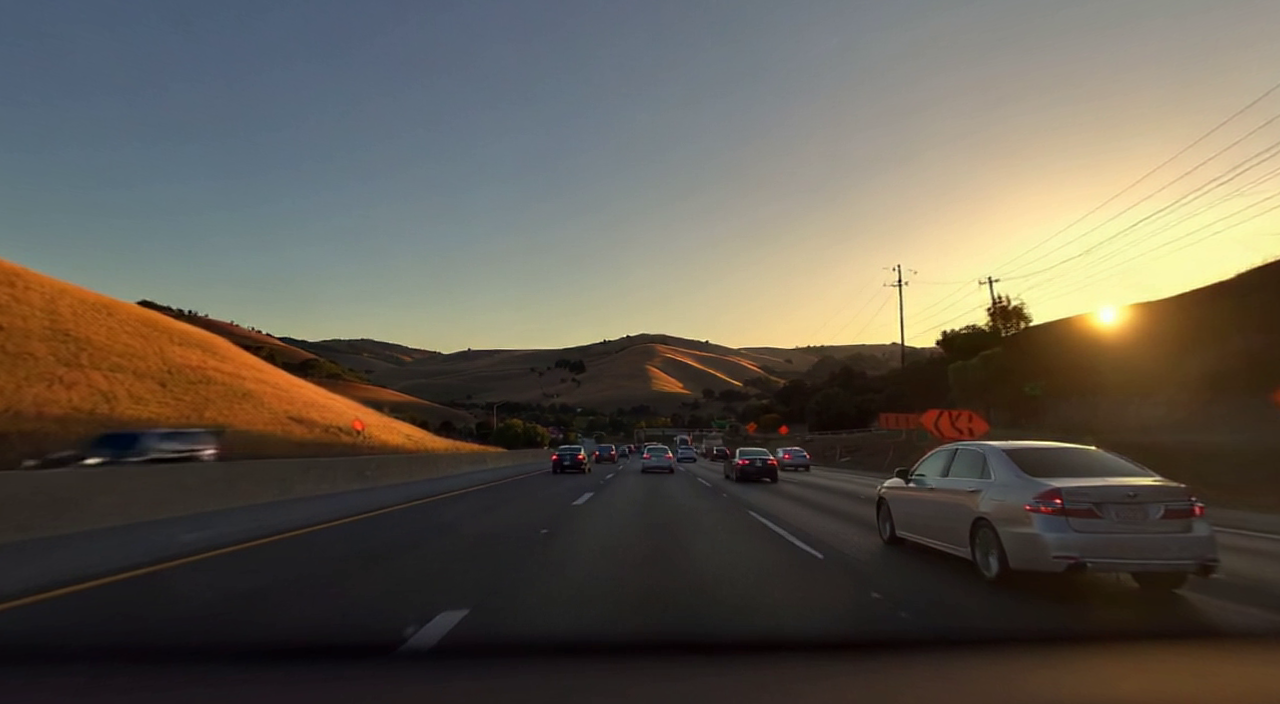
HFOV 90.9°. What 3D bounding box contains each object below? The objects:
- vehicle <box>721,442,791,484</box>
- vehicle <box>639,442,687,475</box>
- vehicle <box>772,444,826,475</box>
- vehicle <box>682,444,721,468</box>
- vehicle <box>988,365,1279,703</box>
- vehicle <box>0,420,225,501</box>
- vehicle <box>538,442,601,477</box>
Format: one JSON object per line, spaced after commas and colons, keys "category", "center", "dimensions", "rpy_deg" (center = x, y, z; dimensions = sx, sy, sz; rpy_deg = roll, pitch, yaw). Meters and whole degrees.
{"category": "vehicle", "center": [4.406, 4.262, 24.560], "dimensions": [1.867, 1.465, 4.093], "rpy_deg": [0, -8, -1]}
{"category": "vehicle", "center": [1.045, 5.167, 30.764], "dimensions": [2.138, 1.473, 4.392], "rpy_deg": [0, -8, 0]}
{"category": "vehicle", "center": [8.387, 5.675, 33.637], "dimensions": [1.843, 1.505, 4.007], "rpy_deg": [0, -8, 0]}
{"category": "vehicle", "center": [4.075, 6.928, 42.237], "dimensions": [2.177, 1.453, 4.205], "rpy_deg": [0, -8, 0]}
{"category": "vehicle", "center": [3.906, 0.900, 2.866], "dimensions": [2.018, 1.670, 4.658], "rpy_deg": [0, -8, 1]}
{"category": "vehicle", "center": [-14.089, 2.814, 16.731], "dimensions": [2.147, 1.742, 5.739], "rpy_deg": [-1, -8, 2]}
{"category": "vehicle", "center": [-3.068, 4.834, 28.506], "dimensions": [2.232, 1.438, 4.163], "rpy_deg": [-1, -8, 2]}
